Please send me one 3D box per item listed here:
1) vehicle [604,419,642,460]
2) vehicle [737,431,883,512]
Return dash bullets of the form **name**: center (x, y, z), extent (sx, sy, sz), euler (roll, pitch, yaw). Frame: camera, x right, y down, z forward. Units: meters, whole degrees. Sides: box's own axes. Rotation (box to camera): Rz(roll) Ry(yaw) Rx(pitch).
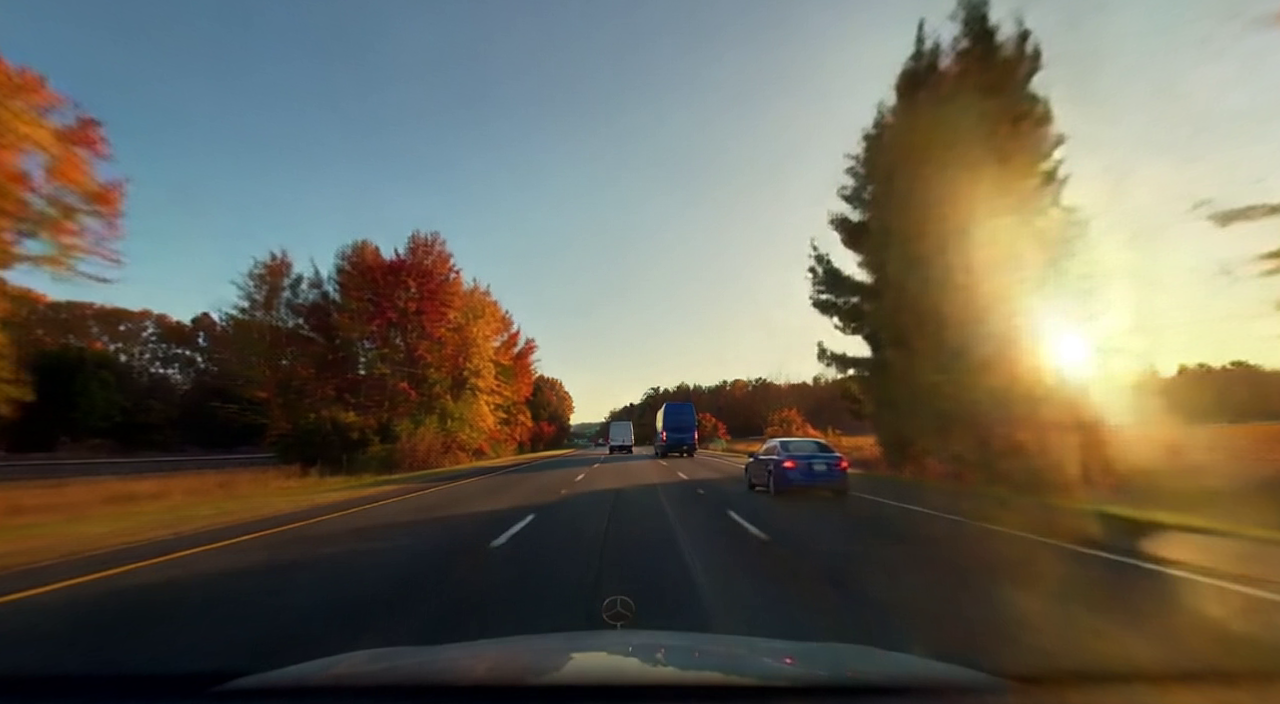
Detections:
- **vehicle**: center (-1.132, 5.971, 43.003), extent (2.389, 2.637, 5.437), euler (0, -8, -1)
- **vehicle**: center (3.533, 2.546, 14.030), extent (1.962, 1.508, 4.363), euler (0, -8, -1)
